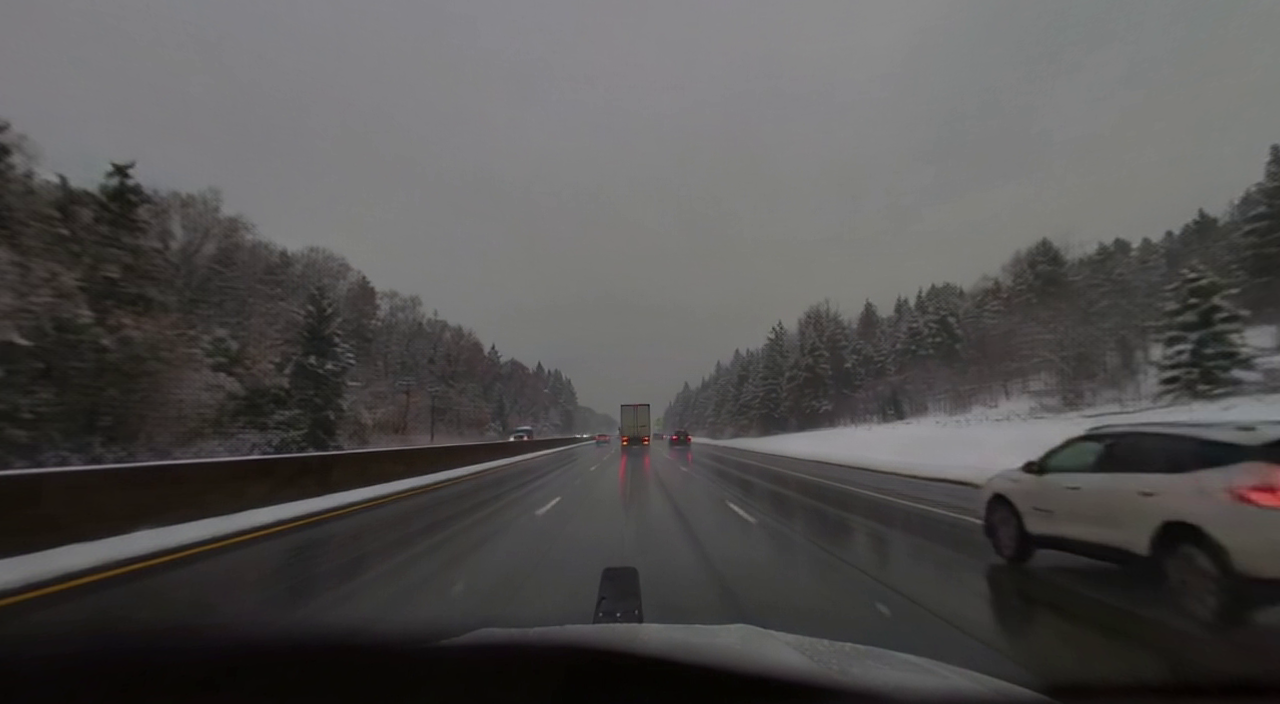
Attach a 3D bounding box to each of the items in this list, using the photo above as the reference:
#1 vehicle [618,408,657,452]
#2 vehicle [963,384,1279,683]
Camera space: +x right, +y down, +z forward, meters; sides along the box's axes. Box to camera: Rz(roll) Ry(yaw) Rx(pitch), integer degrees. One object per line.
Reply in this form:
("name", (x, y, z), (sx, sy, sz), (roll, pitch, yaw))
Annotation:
("vehicle", (-0.250, 5.752, 45.872), (2.631, 2.957, 6.512), (0, -8, -2))
("vehicle", (4.139, 1.033, 4.088), (1.882, 1.492, 3.958), (0, -8, -1))
